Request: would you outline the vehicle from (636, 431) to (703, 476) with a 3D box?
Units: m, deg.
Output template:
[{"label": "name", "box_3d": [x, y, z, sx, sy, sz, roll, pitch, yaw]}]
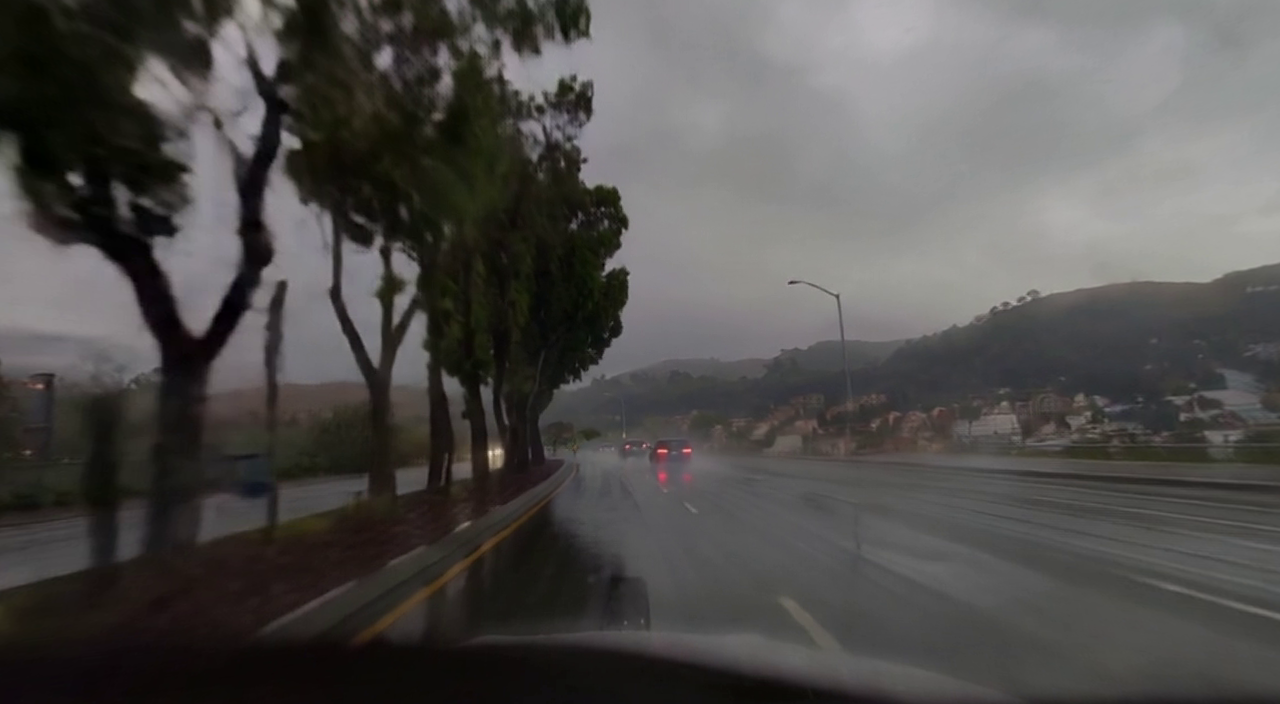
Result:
[{"label": "vehicle", "box_3d": [1.169, 4.368, 27.395, 2.253, 1.756, 4.313, 1, -8, -6]}]
